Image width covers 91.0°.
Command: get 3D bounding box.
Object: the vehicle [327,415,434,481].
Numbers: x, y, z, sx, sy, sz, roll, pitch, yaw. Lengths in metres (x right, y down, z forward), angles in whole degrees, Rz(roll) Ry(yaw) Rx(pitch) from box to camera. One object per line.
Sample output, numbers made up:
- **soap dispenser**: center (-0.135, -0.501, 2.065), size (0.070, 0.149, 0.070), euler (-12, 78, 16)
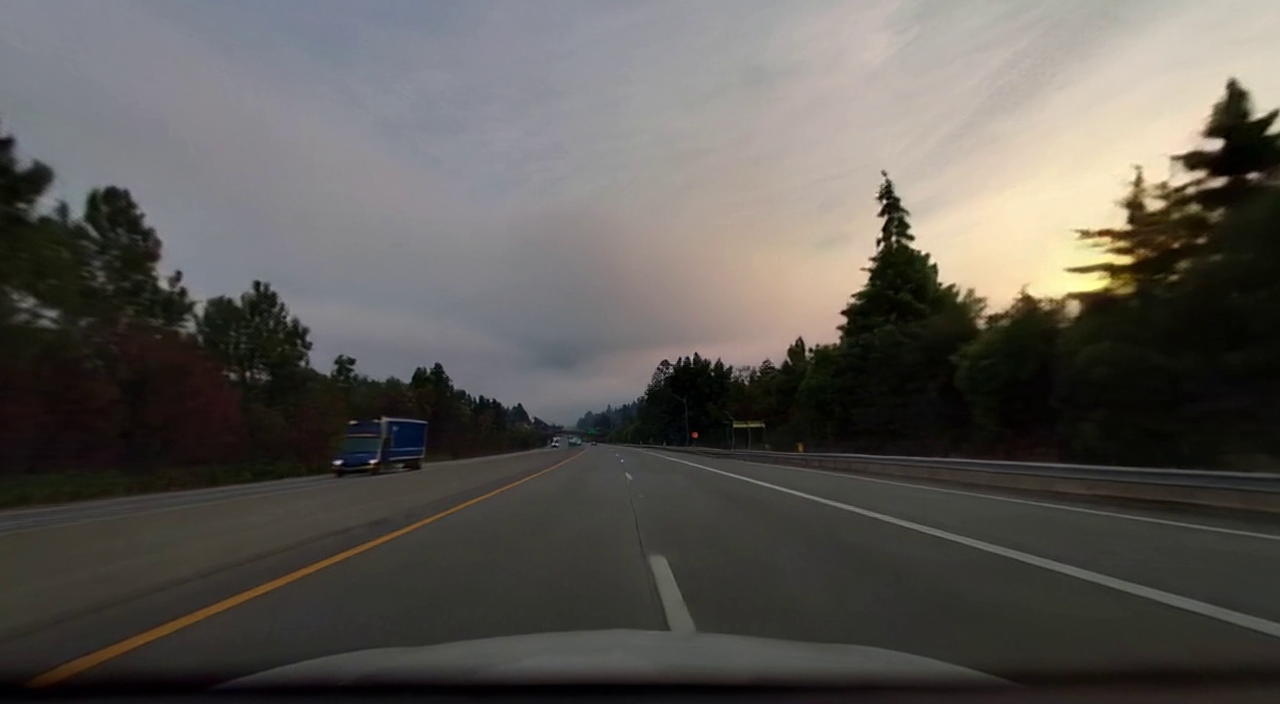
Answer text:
- **vehicle**: center (-16.024, 6.039, 39.921), size (2.767, 3.576, 10.408), euler (0, -8, -3)
